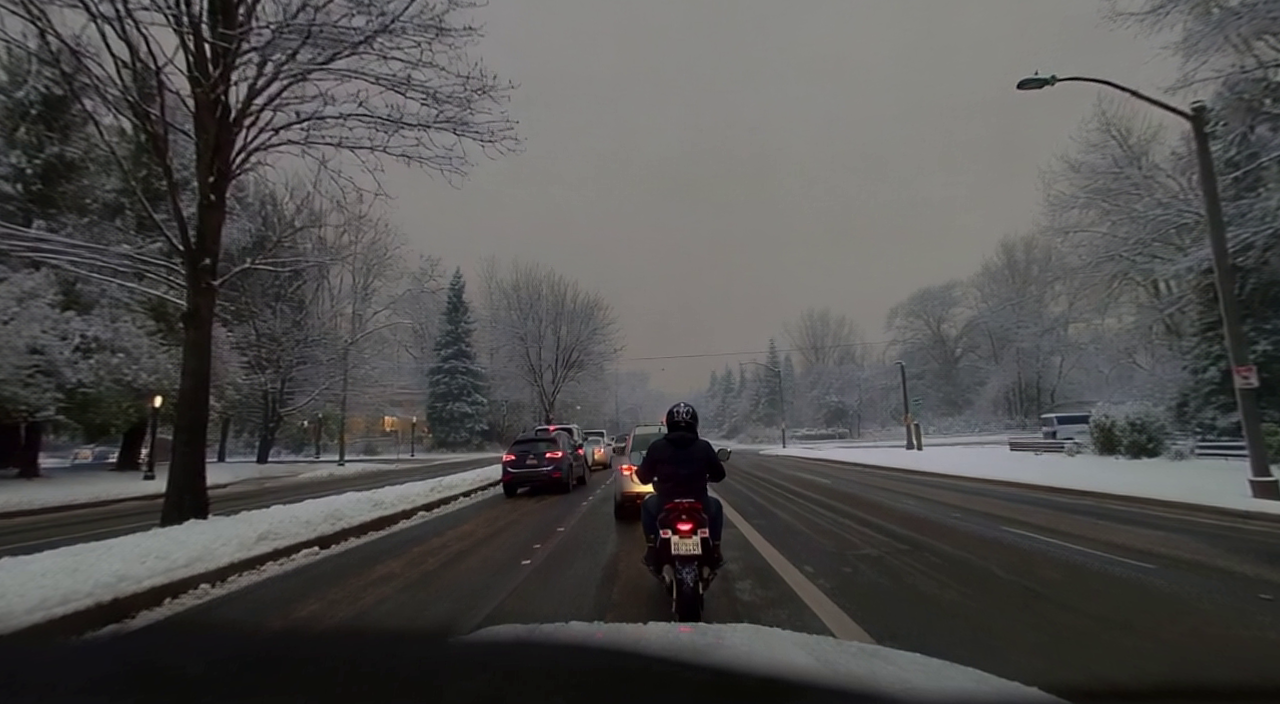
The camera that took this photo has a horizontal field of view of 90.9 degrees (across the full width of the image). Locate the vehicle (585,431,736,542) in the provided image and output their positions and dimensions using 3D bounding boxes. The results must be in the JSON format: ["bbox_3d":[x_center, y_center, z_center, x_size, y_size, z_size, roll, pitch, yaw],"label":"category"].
[{"bbox_3d":[0.343,2.134,10.771,2.009,1.450,4.608,-1,-8,2],"label":"vehicle"}]

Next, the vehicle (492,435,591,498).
[{"bbox_3d":[-2.561,3.084,17.396,1.979,1.499,3.840,-1,-8,2],"label":"vehicle"}]
